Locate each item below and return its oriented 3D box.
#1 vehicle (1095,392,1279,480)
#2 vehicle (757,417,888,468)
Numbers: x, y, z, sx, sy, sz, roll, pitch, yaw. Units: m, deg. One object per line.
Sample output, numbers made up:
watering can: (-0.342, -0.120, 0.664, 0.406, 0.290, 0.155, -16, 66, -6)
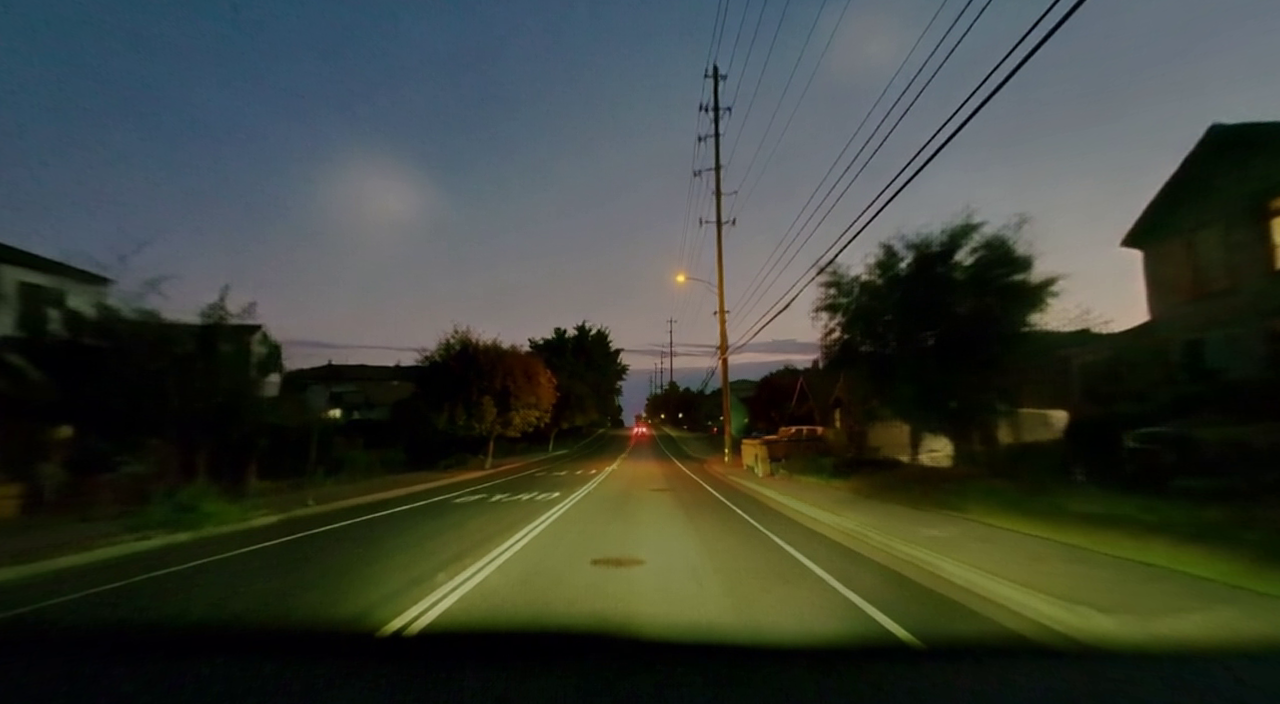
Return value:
vehicle: (11.236, 1.649, 12.609, 1.884, 1.484, 4.034, -1, -7, 11)
vehicle: (9.429, 4.704, 32.994, 6.133, 2.254, 2.383, 3, -6, 0)
